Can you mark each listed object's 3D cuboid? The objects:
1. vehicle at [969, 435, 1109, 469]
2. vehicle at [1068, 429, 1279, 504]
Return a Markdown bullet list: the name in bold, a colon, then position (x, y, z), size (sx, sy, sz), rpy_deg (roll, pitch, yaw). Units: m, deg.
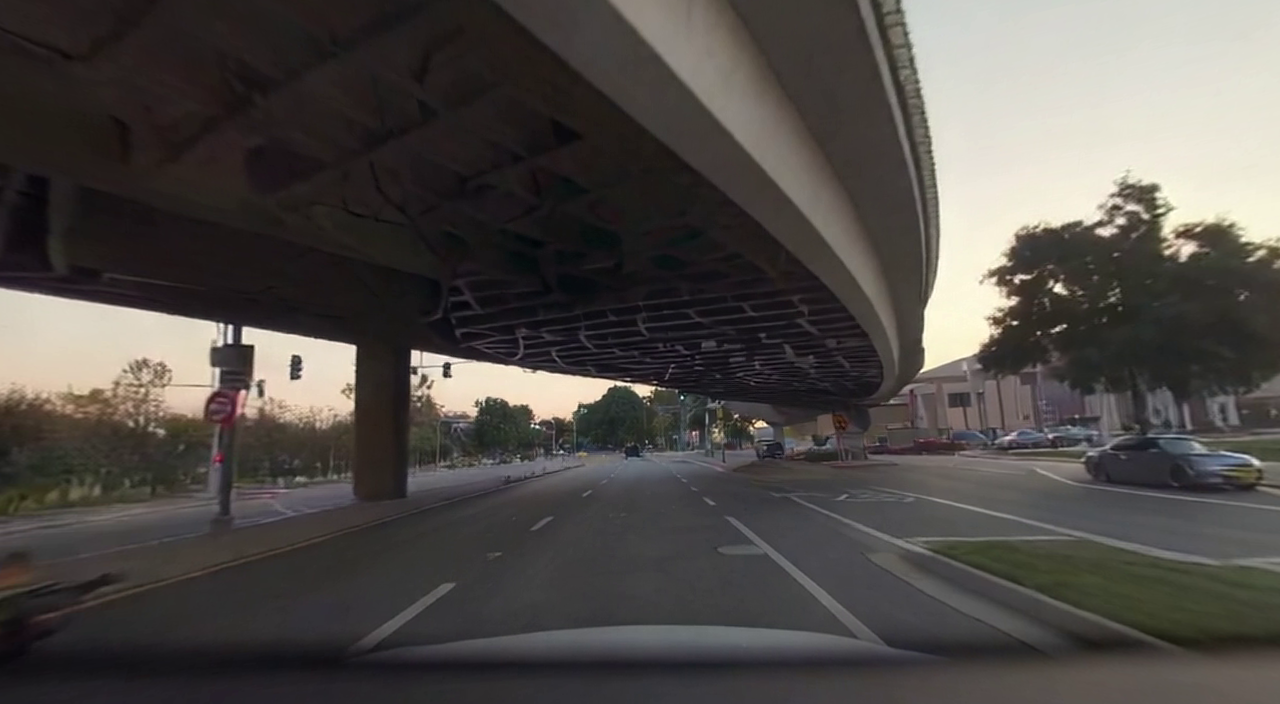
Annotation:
- **vehicle**: position (17.295, 4.352, 27.380), size (4.647, 1.421, 2.050), rpy_deg (-1, -8, 2)
- **vehicle**: position (14.411, 2.878, 16.429), size (2.078, 1.523, 4.760), rpy_deg (2, -6, -34)
